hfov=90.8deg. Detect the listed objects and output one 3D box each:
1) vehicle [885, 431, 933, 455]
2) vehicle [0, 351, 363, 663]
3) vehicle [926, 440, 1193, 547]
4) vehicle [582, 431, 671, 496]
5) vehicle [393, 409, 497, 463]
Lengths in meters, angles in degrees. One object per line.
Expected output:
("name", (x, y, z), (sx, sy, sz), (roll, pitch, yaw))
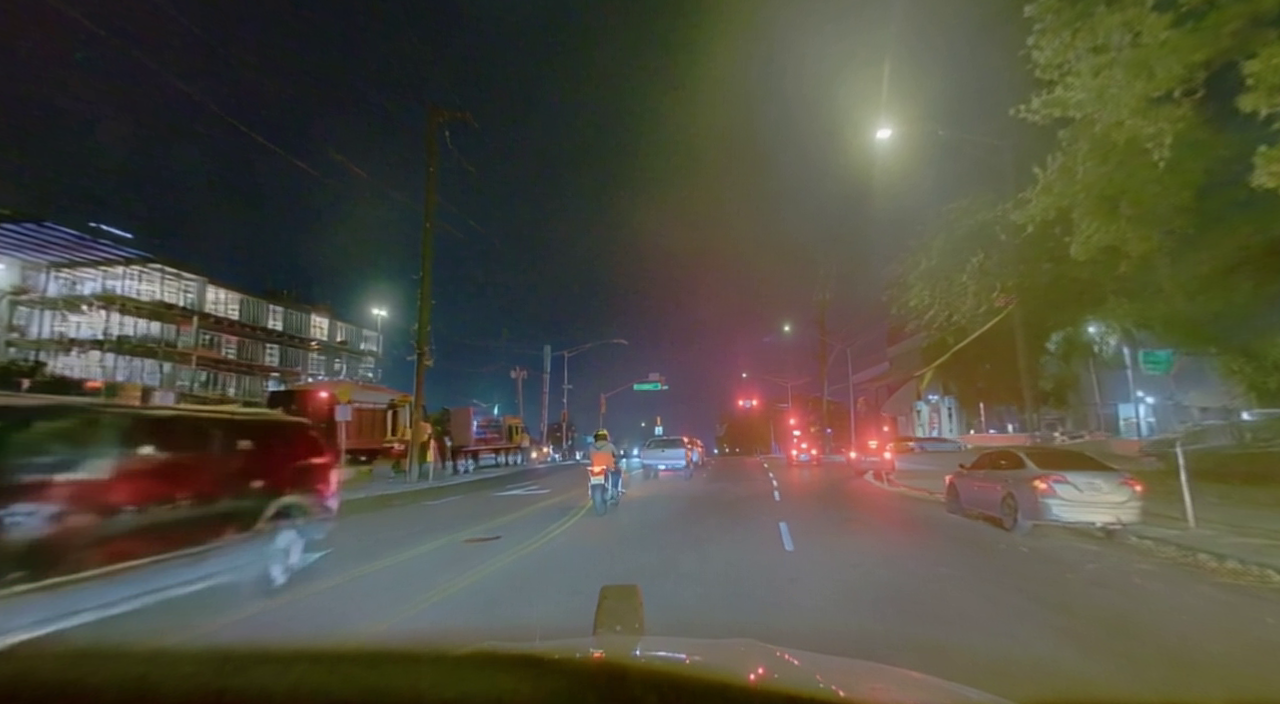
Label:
("vehicle", (20.402, 6.907, 48.032), (1.918, 1.732, 4.650), (-1, -8, 5))
("vehicle", (-4.968, 1.158, 5.232), (2.222, 1.911, 5.988), (-1, -8, 5))
("vehicle", (6.909, 2.322, 11.180), (1.973, 1.457, 4.522), (-1, -8, 6))
("vehicle", (-0.243, 3.115, 17.964), (1.925, 1.602, 4.090), (-1, -8, 7))
("vehicle", (-12.656, 5.466, 42.491), (2.970, 2.938, 11.622), (-3, -6, 2))
